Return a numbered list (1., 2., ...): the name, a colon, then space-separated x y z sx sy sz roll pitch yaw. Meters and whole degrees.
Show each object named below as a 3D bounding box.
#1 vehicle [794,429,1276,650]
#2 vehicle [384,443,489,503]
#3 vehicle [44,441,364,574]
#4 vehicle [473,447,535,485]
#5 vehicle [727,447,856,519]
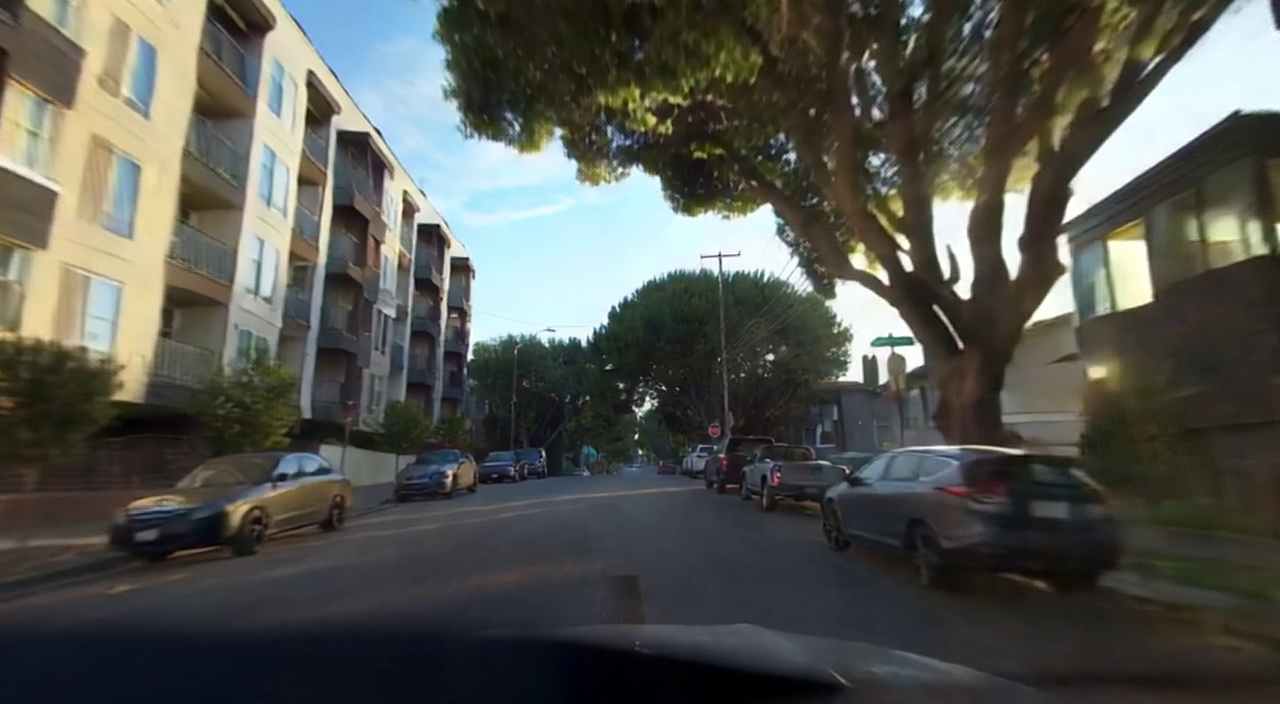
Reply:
1. vehicle: 3.372 1.677 6.953 1.948 1.502 5.013 0 -9 -2
2. vehicle: -6.456 3.861 20.600 1.947 1.707 4.352 0 -9 0
3. vehicle: -6.456 2.291 10.197 2.100 1.640 4.341 0 -9 -1
4. vehicle: -6.477 5.461 30.574 2.069 1.647 4.359 -1 -9 0
5. vehicle: 3.506 3.100 15.619 1.925 1.489 4.655 0 -9 -2
